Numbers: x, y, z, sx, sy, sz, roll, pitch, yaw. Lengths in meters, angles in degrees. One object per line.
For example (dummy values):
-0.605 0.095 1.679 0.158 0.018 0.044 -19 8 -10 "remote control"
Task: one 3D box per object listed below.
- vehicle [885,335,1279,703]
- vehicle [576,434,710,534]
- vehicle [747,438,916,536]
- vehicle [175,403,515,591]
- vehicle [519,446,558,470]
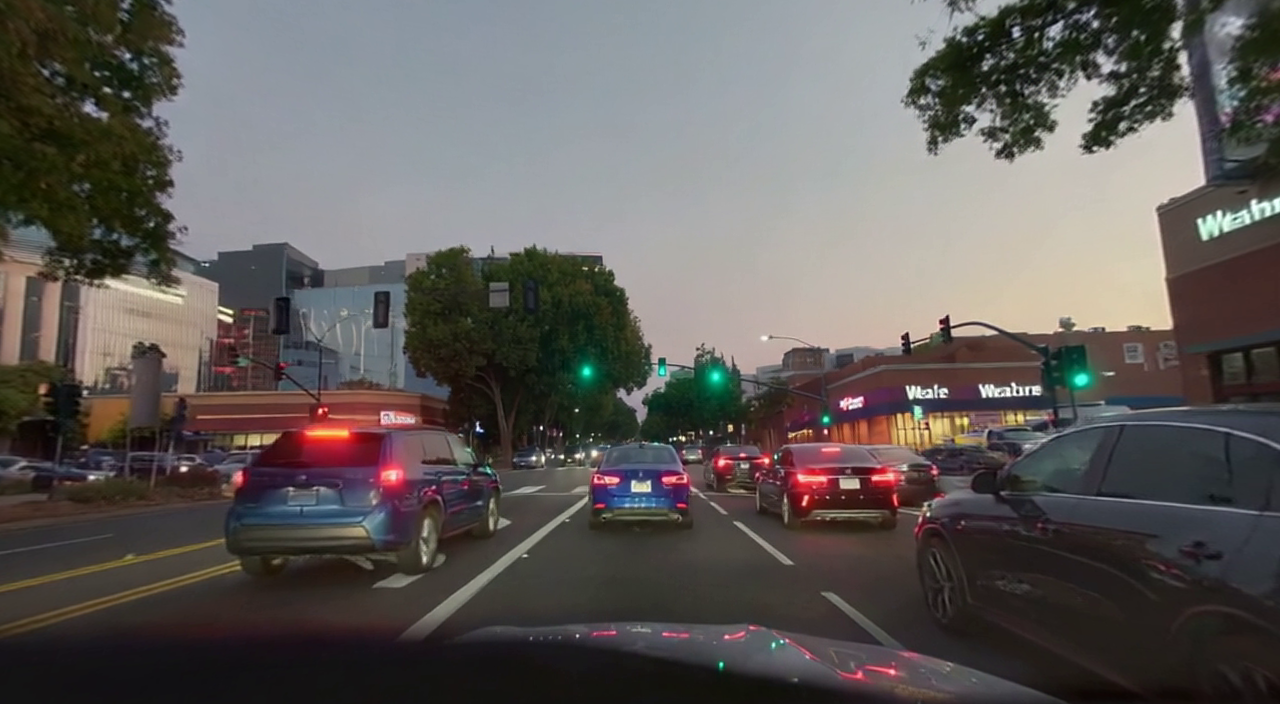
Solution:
3.068 0.938 3.016 2.075 1.661 4.401 0 -9 1 "vehicle"
0.036 2.416 12.104 2.154 1.577 3.723 0 -9 0 "vehicle"
3.352 2.432 12.002 1.865 1.496 4.170 0 -9 0 "vehicle"
-3.379 1.789 8.655 2.257 1.823 4.777 -1 -9 1 "vehicle"
-7.879 8.227 49.328 2.293 1.777 4.497 0 -9 0 "vehicle"
